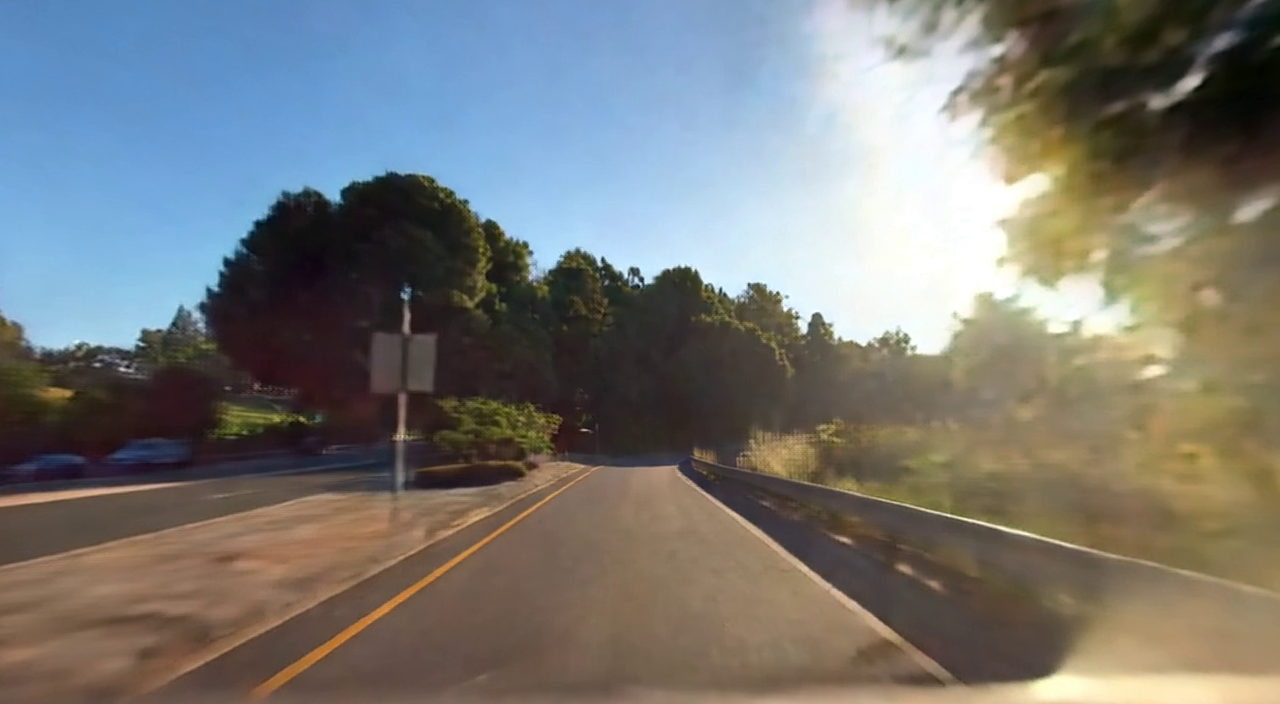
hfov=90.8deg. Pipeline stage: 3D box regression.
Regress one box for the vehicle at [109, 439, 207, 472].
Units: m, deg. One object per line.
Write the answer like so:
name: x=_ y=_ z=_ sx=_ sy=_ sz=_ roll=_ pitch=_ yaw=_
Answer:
vehicle: x=-27.939 y=6.018 z=36.880 sx=2.123 sy=1.738 sz=4.945 roll=0 pitch=-9 yaw=-5

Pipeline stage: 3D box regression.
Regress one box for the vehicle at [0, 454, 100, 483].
vehicle: x=-32.054 y=6.228 z=34.108 sx=1.868 sy=1.427 sz=4.726 roll=0 pitch=-9 yaw=-5
